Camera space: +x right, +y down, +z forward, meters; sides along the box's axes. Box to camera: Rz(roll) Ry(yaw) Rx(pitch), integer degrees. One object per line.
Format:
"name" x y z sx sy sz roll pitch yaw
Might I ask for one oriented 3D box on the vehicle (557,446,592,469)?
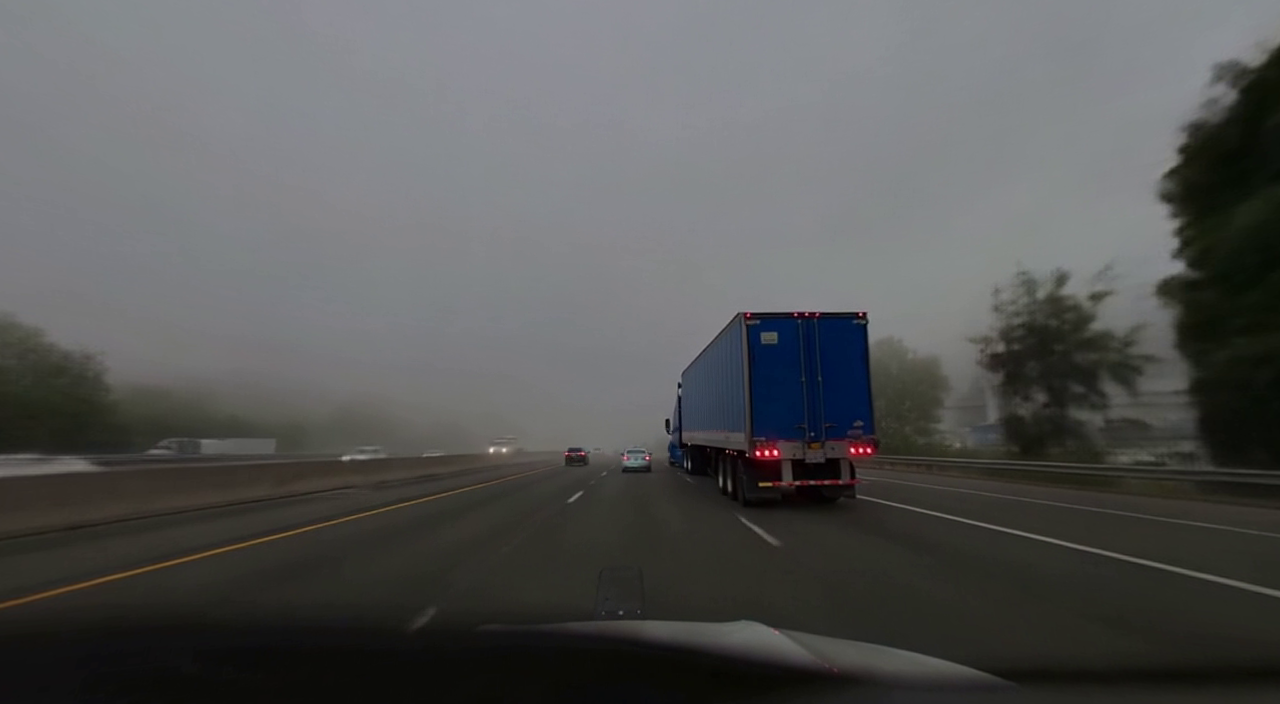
"vehicle" -4.489 7.317 43.781 1.995 1.491 4.317 0 -9 0

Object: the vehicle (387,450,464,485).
"vehicle" -9.848 5.316 29.402 1.924 1.474 4.475 0 -9 1

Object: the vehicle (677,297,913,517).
"vehicle" 3.339 2.198 19.797 2.996 4.123 15.965 0 -9 -1

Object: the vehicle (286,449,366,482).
"vehicle" -16.893 6.103 34.257 2.011 1.645 4.335 0 -9 1

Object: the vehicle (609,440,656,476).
"vehicle" -0.351 5.297 31.810 2.191 1.685 4.015 0 -9 0
